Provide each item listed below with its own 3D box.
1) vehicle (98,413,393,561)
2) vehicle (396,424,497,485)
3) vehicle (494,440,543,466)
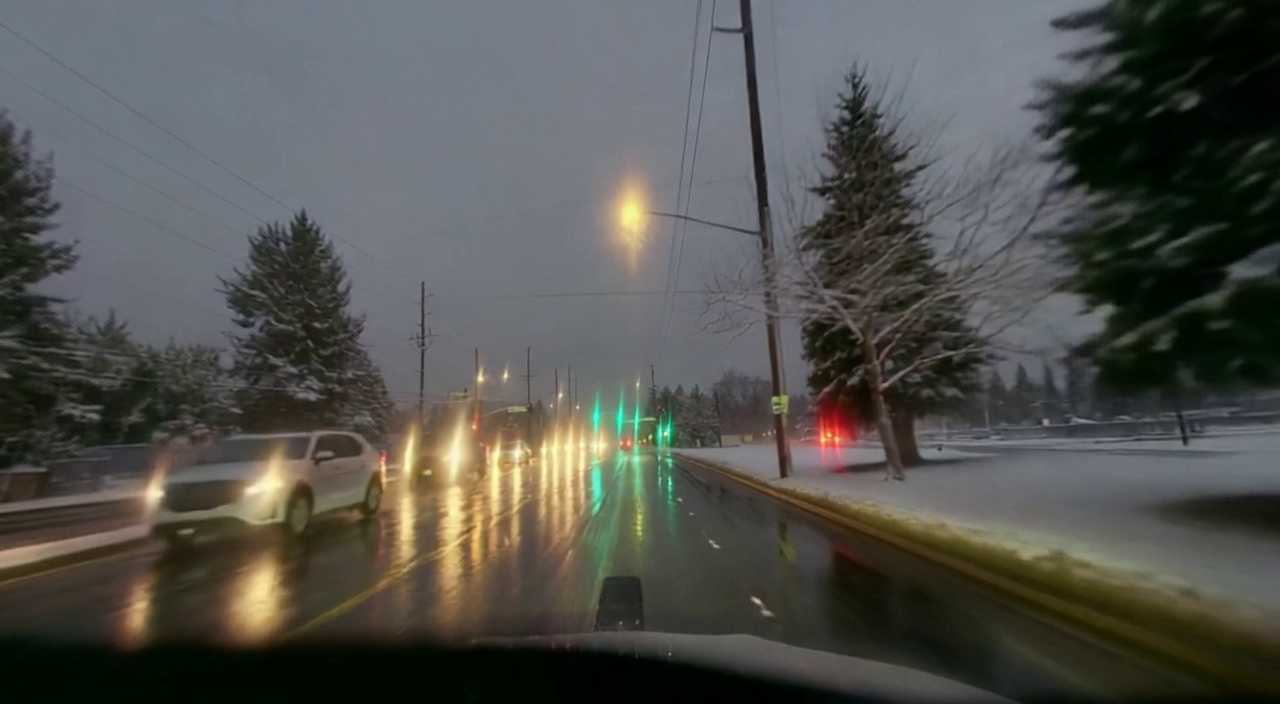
[{"bbox_3d":[-5.445,1.876,9.547,2.041,1.698,4.094,0,-8,-5],"label":"vehicle"},{"bbox_3d":[-6.522,3.512,21.981,2.337,1.862,4.924,0,-8,-5],"label":"vehicle"},{"bbox_3d":[-7.367,6.144,38.720,2.030,1.482,4.818,0,-8,1],"label":"vehicle"}]
